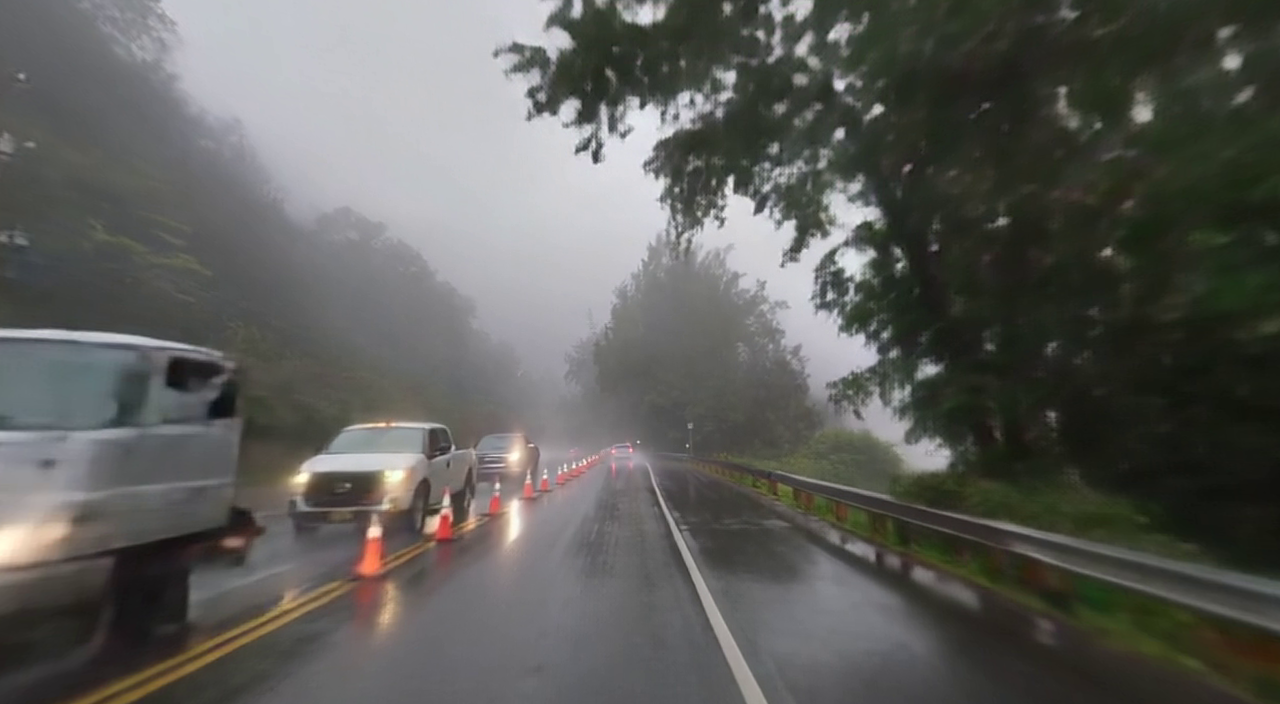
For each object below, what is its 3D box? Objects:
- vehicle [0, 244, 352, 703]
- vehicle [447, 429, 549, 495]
[{"bbox_3d":[-4.517,0.941,5.182,2.380,2.488,4.028,0,-8,-1],"label":"vehicle"},{"bbox_3d":[-4.661,3.706,21.739,2.128,1.944,5.555,0,-8,1],"label":"vehicle"}]
